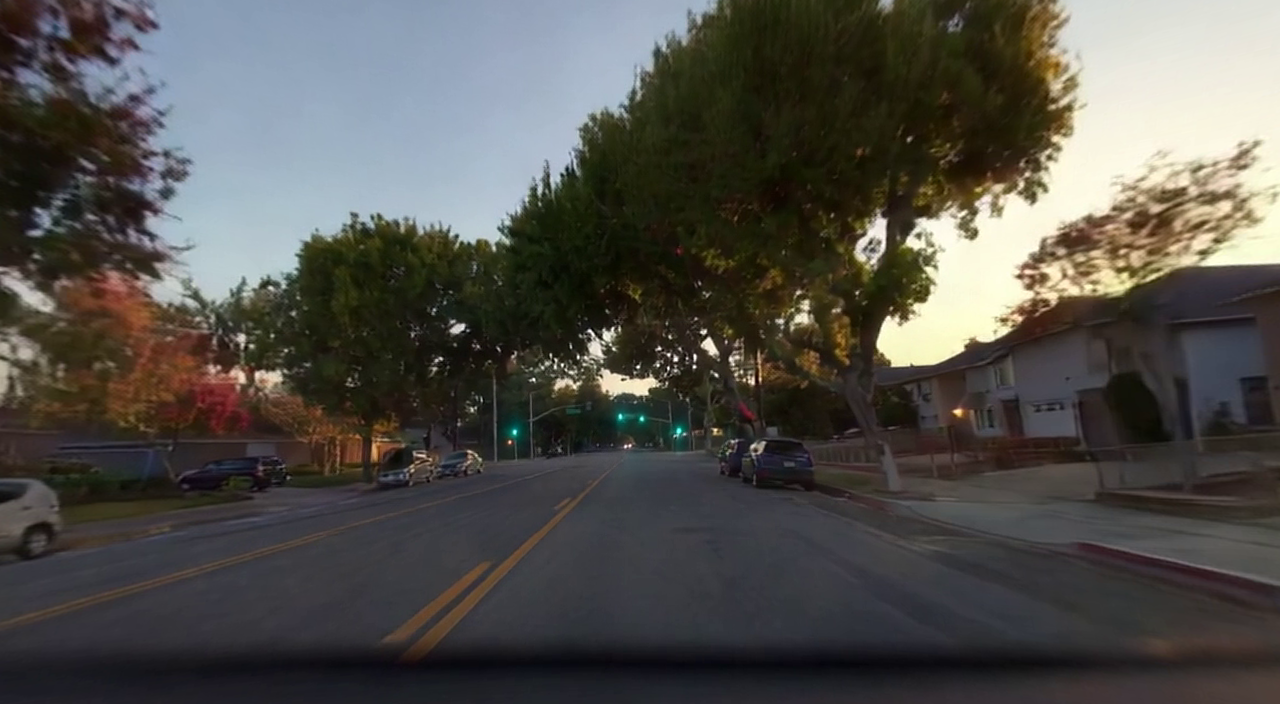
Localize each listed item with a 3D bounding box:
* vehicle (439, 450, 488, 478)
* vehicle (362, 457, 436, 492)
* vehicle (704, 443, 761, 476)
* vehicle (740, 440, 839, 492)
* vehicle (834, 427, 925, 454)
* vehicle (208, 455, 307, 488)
[{"bbox_3d":[-11.608,7.371,41.833,1.977,1.753,4.278,0,-8,0],"label":"vehicle"},{"bbox_3d":[-11.545,5.862,30.524,1.867,1.471,4.139,0,-8,1],"label":"vehicle"},{"bbox_3d":[4.385,5.158,30.615,2.063,1.444,4.217,0,-8,-1],"label":"vehicle"},{"bbox_3d":[4.605,3.574,20.205,2.010,1.461,4.247,0,-8,-2],"label":"vehicle"},{"bbox_3d":[14.311,5.345,38.002,4.660,1.546,1.916,0,-8,0],"label":"vehicle"},{"bbox_3d":[-20.002,6.244,33.150,3.932,1.641,1.819,0,-8,-1],"label":"vehicle"}]
